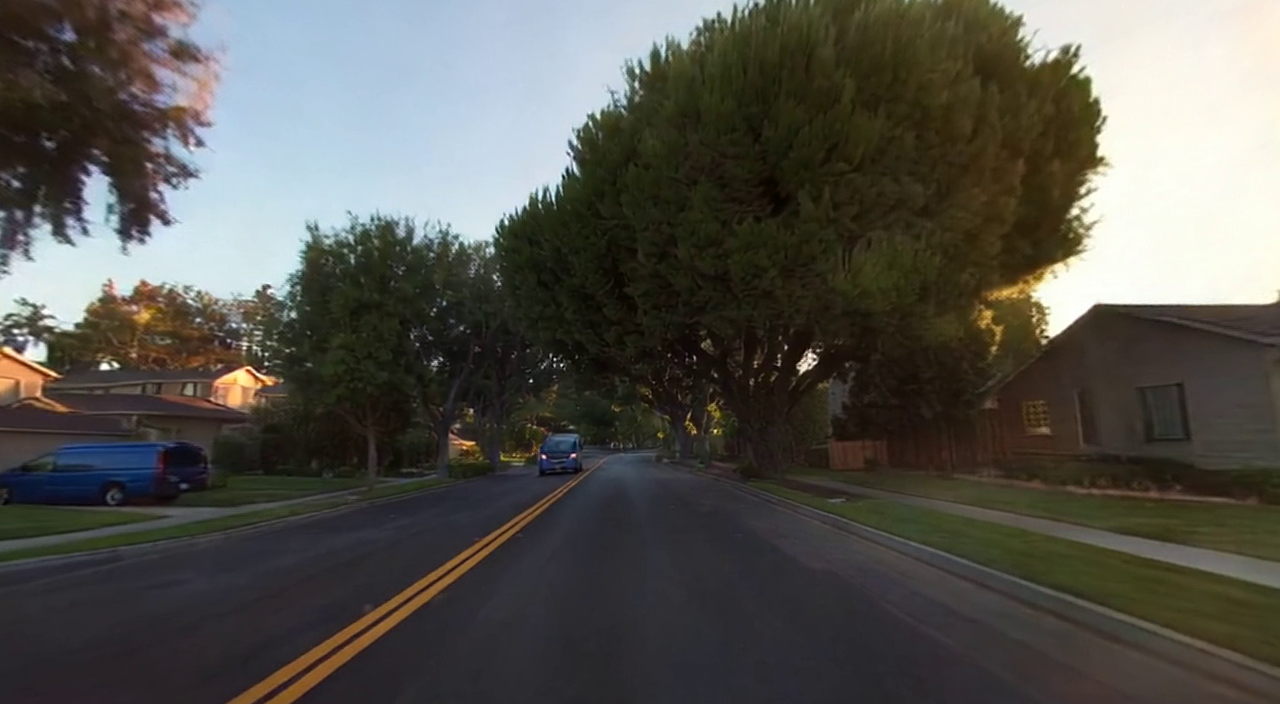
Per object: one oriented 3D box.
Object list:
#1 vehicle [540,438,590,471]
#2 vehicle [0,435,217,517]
[{"bbox_3d":[-4.397,6.154,38.021,2.303,1.813,5.660,0,-8,0],"label":"vehicle"},{"bbox_3d":[-14.444,3.175,16.710,2.145,1.839,4.837,-6,-10,33],"label":"vehicle"}]
